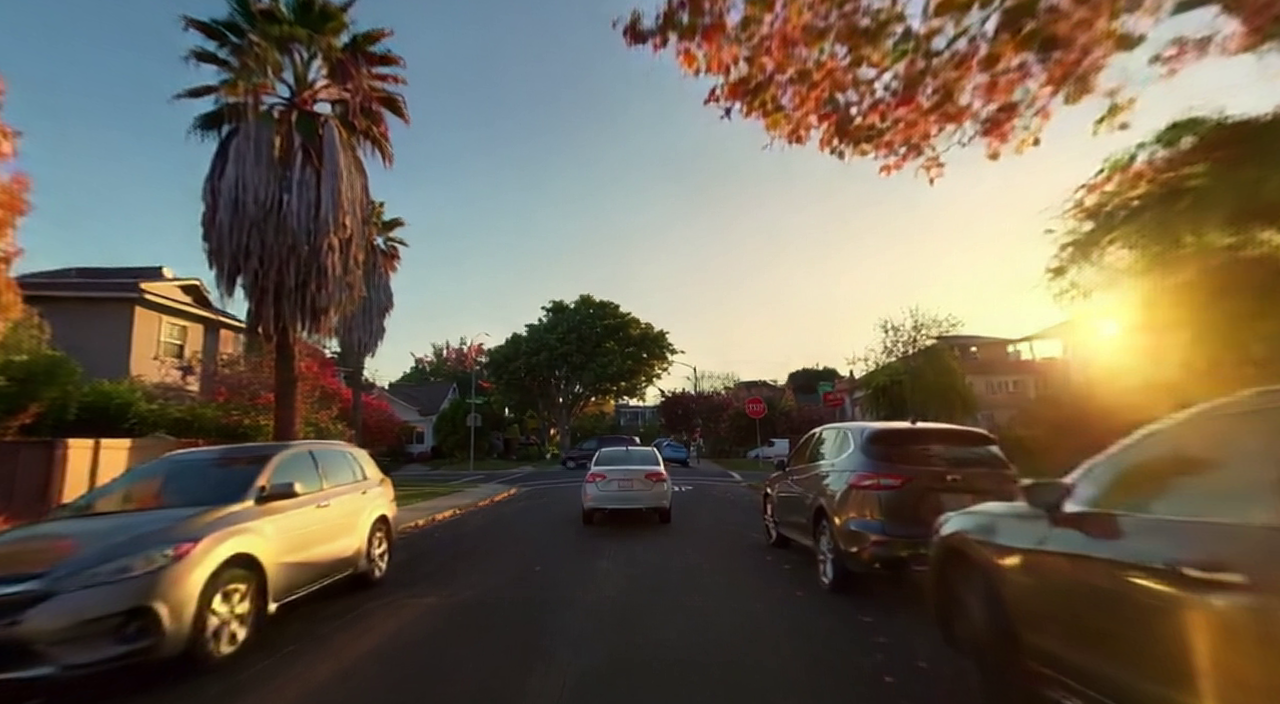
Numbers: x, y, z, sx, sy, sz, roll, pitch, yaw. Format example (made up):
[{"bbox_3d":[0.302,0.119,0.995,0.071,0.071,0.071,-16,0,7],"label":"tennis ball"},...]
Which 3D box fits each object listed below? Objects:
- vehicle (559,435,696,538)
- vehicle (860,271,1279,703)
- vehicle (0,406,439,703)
[{"bbox_3d":[-0.178,2.298,11.345,2.010,1.499,4.107,0,-9,0],"label":"vehicle"},{"bbox_3d":[2.497,0.688,1.626,2.136,1.650,4.837,0,-9,1],"label":"vehicle"},{"bbox_3d":[-3.374,1.420,5.328,1.965,1.657,4.104,0,-8,0],"label":"vehicle"}]
